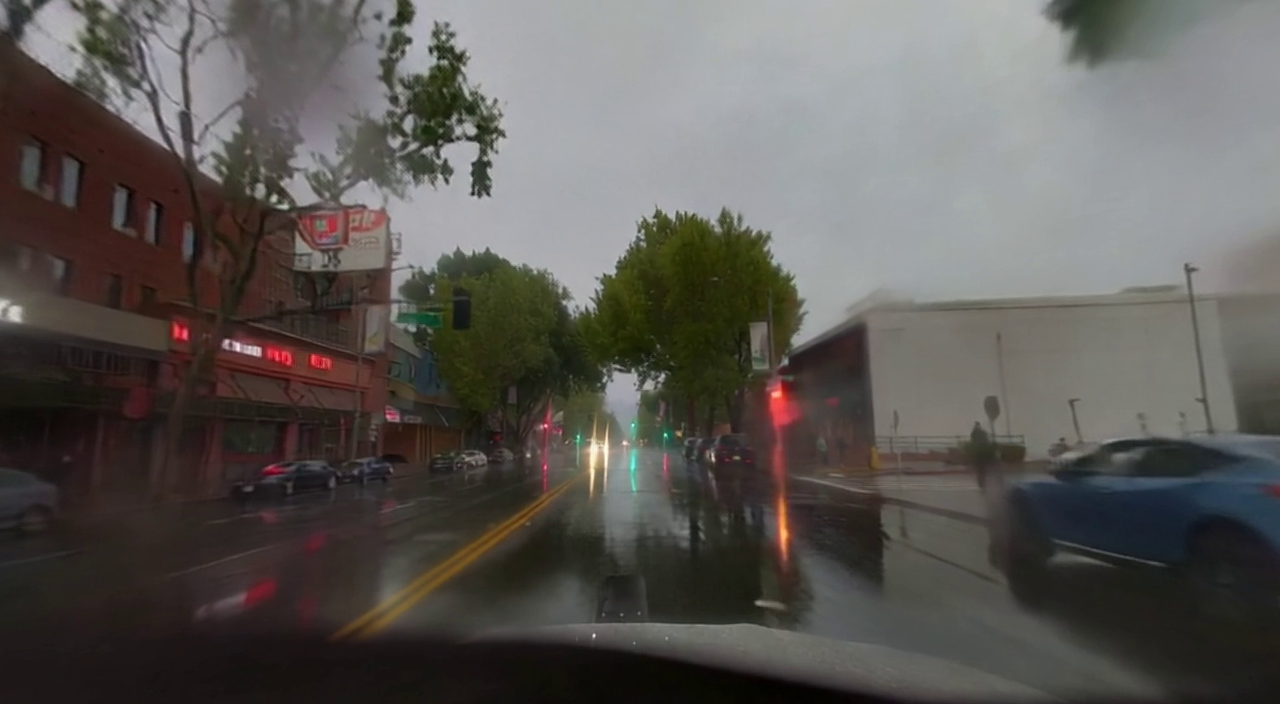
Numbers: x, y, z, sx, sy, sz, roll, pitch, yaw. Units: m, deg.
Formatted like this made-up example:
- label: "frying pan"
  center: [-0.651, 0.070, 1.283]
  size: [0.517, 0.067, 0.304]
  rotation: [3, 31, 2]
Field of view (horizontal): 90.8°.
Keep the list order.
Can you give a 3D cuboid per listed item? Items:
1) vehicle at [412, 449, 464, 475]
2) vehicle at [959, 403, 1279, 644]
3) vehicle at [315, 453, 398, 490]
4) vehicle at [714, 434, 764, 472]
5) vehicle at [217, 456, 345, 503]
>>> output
- label: "vehicle"
  center: [-12.555, 6.833, 39.447]
  size: [1.804, 1.533, 4.121]
  rotation: [0, -8, 1]
- label: "vehicle"
  center: [5.866, 1.601, 6.835]
  size: [2.150, 1.805, 4.870]
  rotation: [0, -8, -1]
- label: "vehicle"
  center: [-12.512, 5.278, 28.217]
  size: [1.842, 1.461, 4.371]
  rotation: [0, -8, -2]
- label: "vehicle"
  center: [5.491, 5.660, 35.621]
  size: [2.010, 1.943, 4.319]
  rotation: [-2, -9, -1]
- label: "vehicle"
  center: [-12.716, 4.513, 22.795]
  size: [1.945, 1.451, 4.522]
  rotation: [0, -8, 0]
